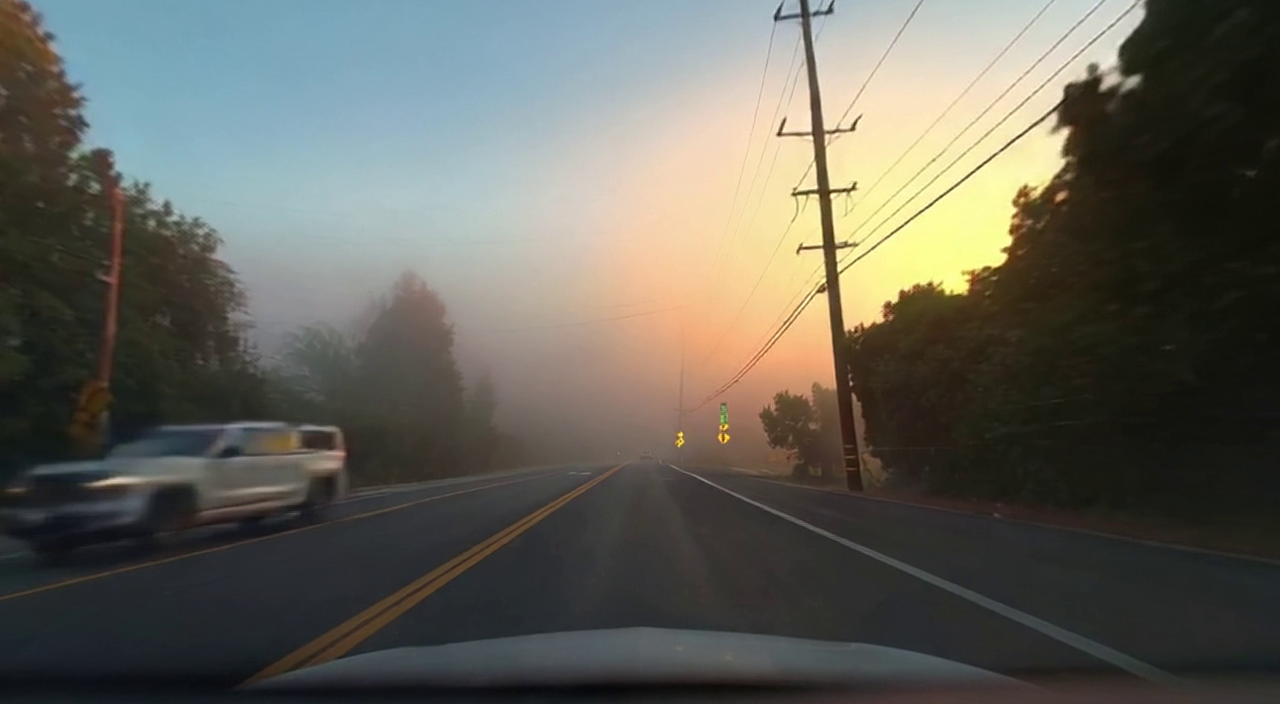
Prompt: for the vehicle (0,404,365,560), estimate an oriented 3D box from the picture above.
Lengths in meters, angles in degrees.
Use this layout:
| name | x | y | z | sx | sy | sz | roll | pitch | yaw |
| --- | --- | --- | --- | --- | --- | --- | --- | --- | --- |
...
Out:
| name | x | y | z | sx | sy | sz | roll | pitch | yaw |
| --- | --- | --- | --- | --- | --- | --- | --- | --- | --- |
| vehicle | -7.848 | 2.238 | 11.708 | 2.766 | 2.122 | 5.753 | -1 | -8 | 1 |
